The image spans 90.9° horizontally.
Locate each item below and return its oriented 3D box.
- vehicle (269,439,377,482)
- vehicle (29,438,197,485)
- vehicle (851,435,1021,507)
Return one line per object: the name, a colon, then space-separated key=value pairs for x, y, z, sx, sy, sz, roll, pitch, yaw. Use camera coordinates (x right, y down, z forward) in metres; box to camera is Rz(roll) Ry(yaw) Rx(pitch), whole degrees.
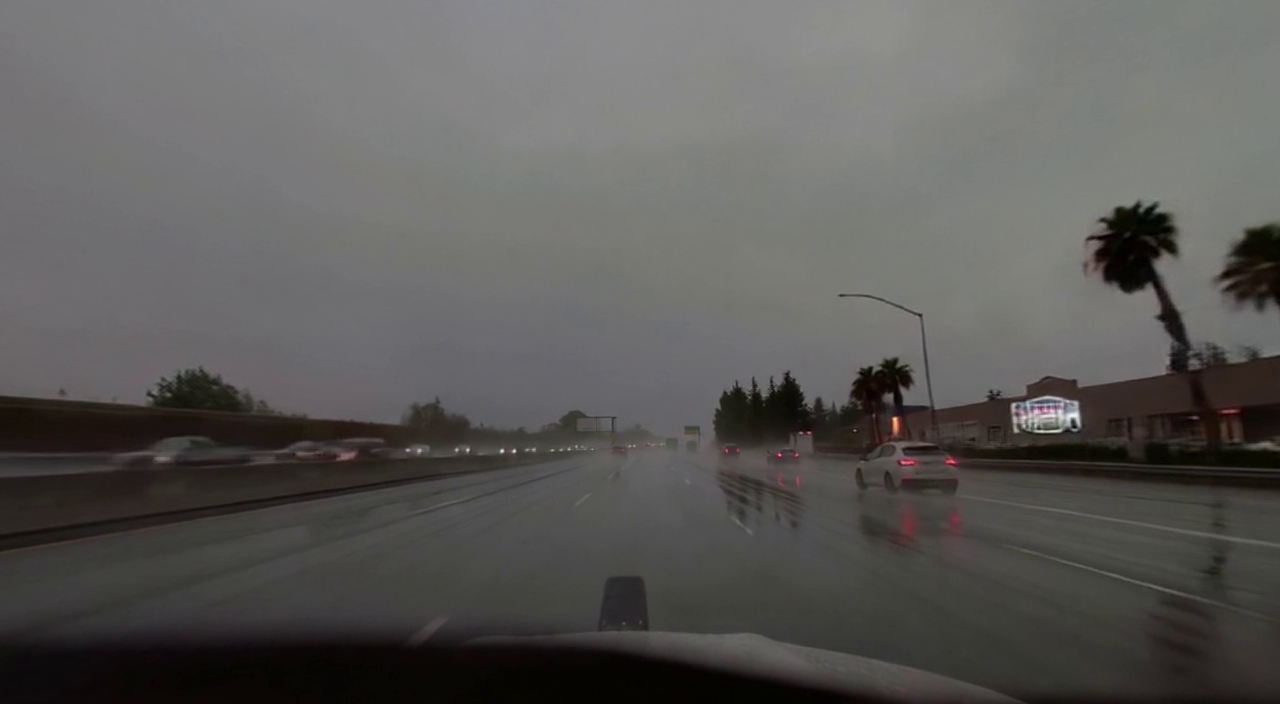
vehicle: x=-11.915 y=4.086 z=24.051 sx=1.827 sy=1.457 sz=4.173 roll=0 pitch=-8 yaw=1
vehicle: x=-18.771 y=3.908 z=22.844 sx=1.872 sy=1.484 sz=4.776 roll=0 pitch=-8 yaw=1
vehicle: x=7.264 y=2.954 z=16.145 sx=2.071 sy=1.543 sz=4.702 roll=0 pitch=-8 yaw=0
